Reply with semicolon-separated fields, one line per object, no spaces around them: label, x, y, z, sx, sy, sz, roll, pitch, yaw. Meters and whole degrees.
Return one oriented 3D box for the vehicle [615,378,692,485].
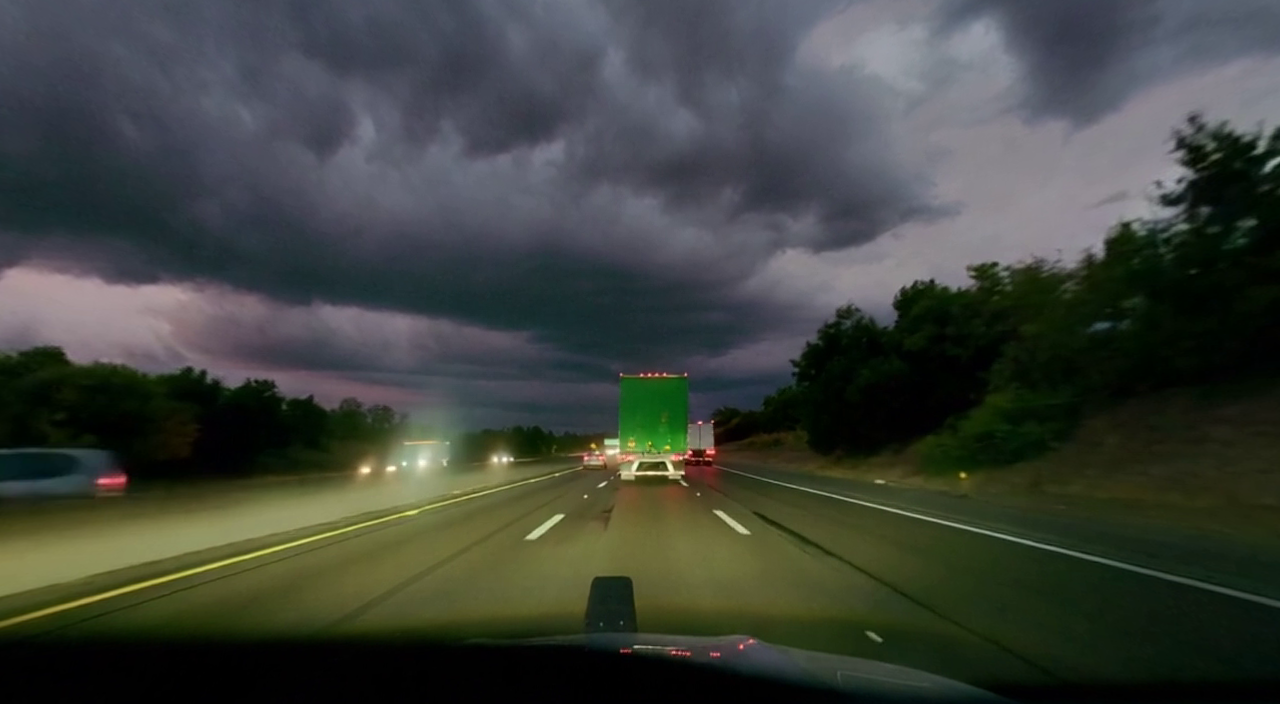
vehicle;0.537;3.883;29.718;2.932;4.042;11.054;0;-9;0

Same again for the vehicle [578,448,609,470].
vehicle;-3.440;8.026;47.558;2.012;1.520;4.227;0;-9;0

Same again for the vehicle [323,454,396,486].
vehicle;-15.040;6.317;34.098;2.065;1.554;3.966;0;-9;0
